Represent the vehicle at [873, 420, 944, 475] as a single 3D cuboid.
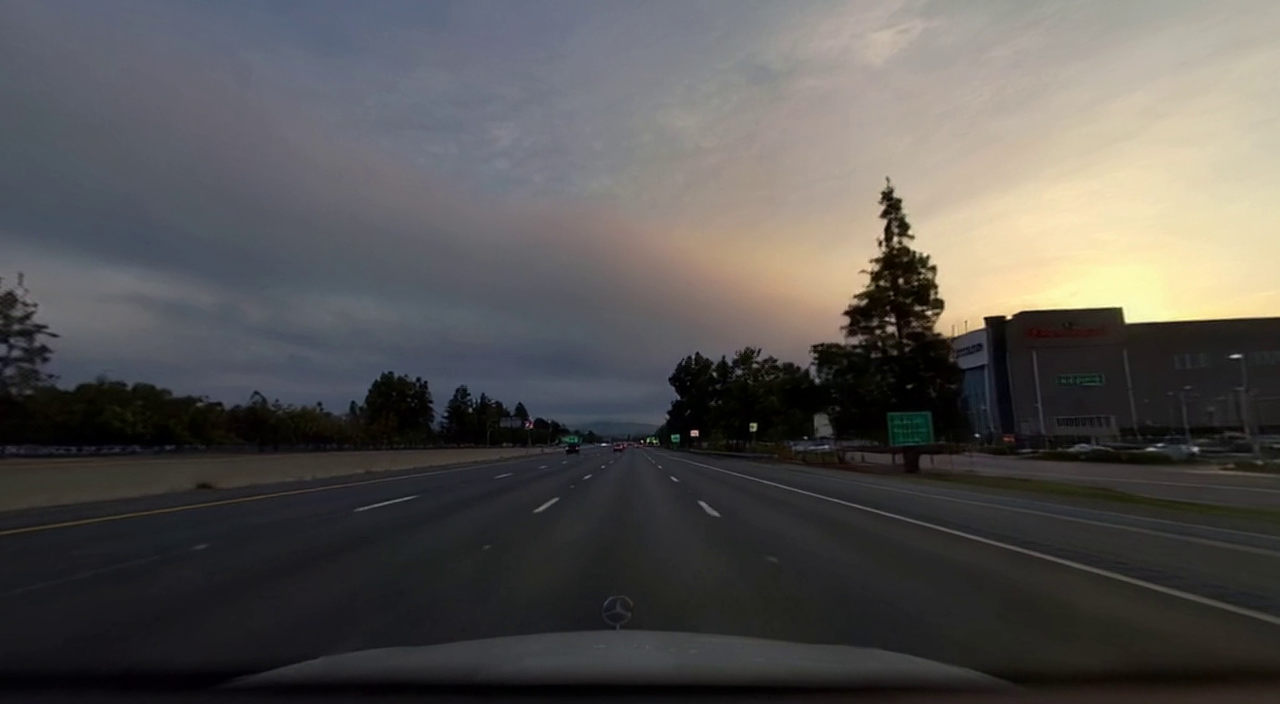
[{"bbox_3d":[14.682,5.208,34.694,2.312,2.875,2.697,1,-8,-13],"label":"vehicle"}]
